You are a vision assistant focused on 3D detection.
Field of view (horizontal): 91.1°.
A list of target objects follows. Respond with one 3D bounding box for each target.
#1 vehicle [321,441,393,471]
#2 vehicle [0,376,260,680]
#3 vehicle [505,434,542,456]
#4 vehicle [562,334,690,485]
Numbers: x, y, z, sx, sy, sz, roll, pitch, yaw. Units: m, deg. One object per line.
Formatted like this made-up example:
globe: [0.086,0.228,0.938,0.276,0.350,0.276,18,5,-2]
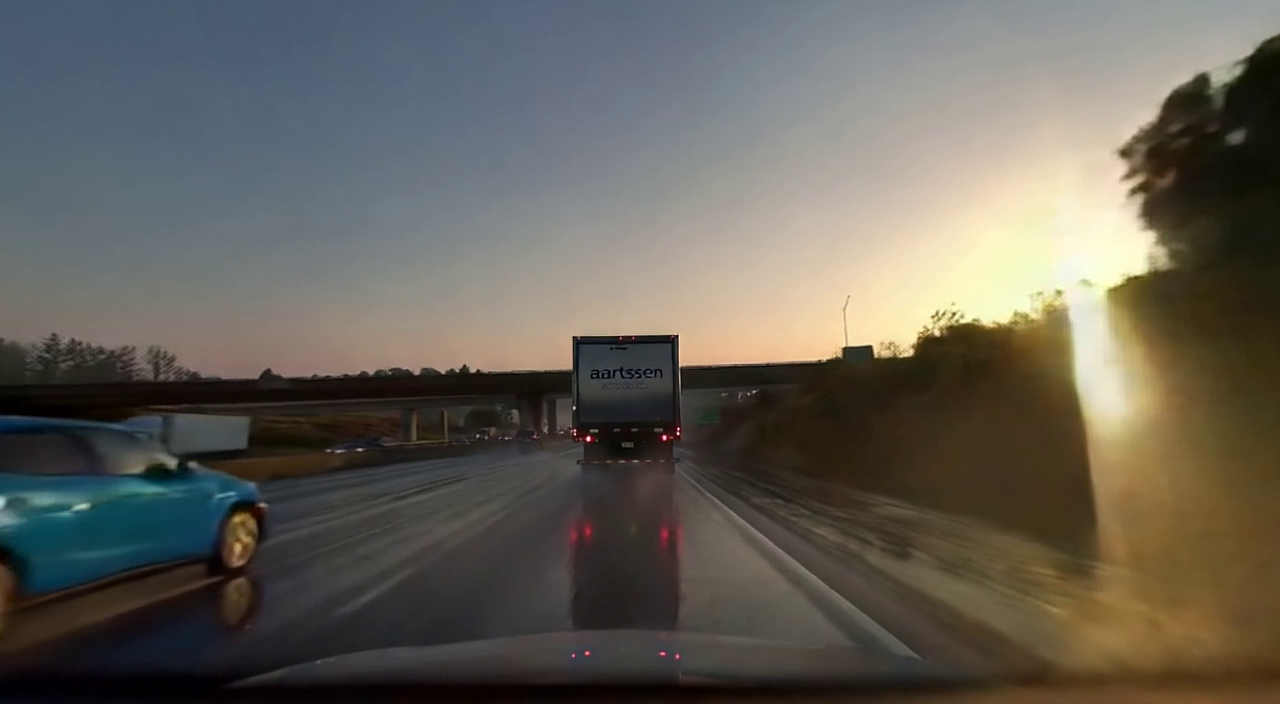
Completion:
vehicle: [-16.004,5.877,35.830,1.924,1.498,4.565,0,-8,0]
vehicle: [-4.510,0.939,3.256,2.052,1.639,4.894,0,-8,0]
vehicle: [-8.604,6.889,46.695,1.940,1.488,3.976,0,-8,0]
vehicle: [-0.418,2.247,22.482,3.442,4.106,10.719,0,-8,0]
